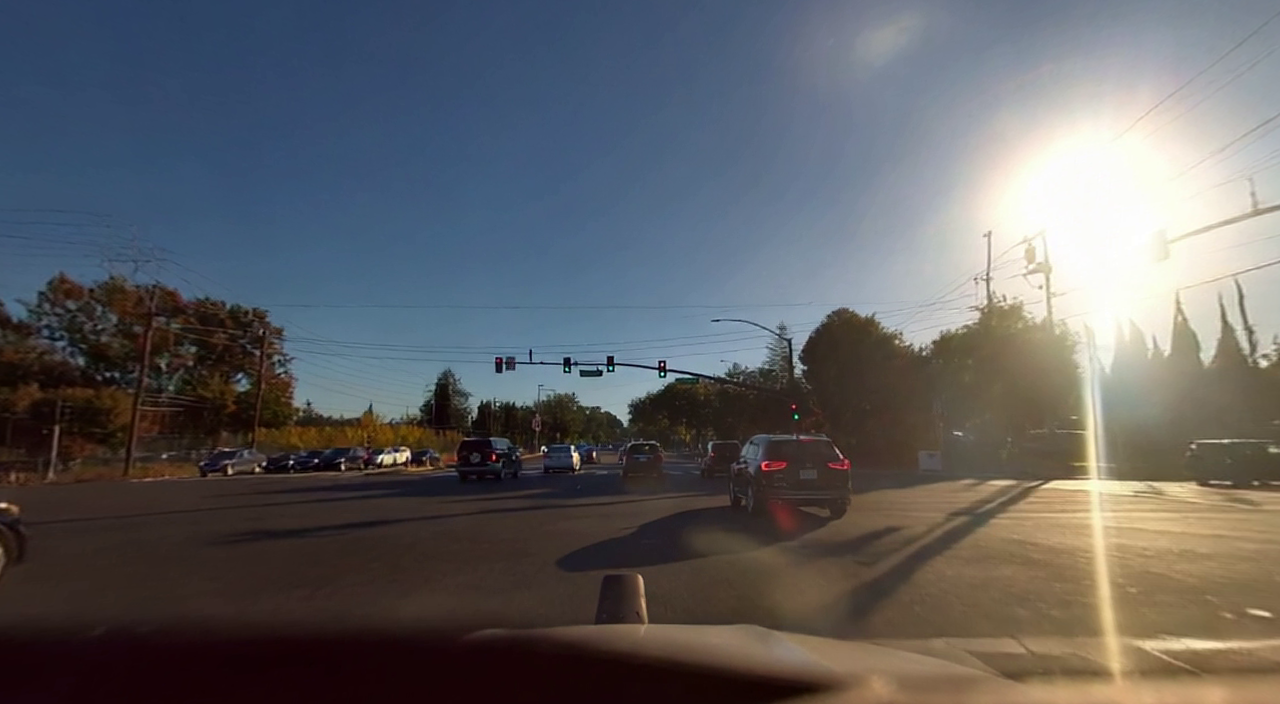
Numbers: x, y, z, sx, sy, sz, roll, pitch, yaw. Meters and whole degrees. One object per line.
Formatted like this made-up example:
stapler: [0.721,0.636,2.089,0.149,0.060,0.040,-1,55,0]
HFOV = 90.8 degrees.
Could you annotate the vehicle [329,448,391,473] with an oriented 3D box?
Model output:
vehicle: [-18.188,7.035,41.239,1.994,1.496,4.211,0,-9,2]

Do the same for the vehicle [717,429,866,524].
vehicle: [2.946,2.540,13.440,2.034,1.655,4.465,0,-9,0]

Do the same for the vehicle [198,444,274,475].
vehicle: [-24.835,6.607,39.031,1.889,1.814,4.086,0,-9,1]

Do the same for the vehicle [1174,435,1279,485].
vehicle: [20.374,3.426,20.193,4.830,1.493,1.930,0,-9,-1]

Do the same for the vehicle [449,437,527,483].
vehicle: [-6.498,4.682,27.635,2.116,1.812,4.609,0,-9,2]

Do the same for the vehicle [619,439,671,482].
vehicle: [0.264,4.684,27.606,2.111,1.712,4.078,0,-9,1]

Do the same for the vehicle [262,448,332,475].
vehicle: [-21.482,6.860,39.743,1.891,1.577,4.238,-1,-9,3]

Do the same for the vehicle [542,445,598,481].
vehicle: [-3.042,4.947,28.469,1.881,1.466,4.484,0,-9,2]

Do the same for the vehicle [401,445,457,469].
vehicle: [-14.826,7.379,44.654,2.129,1.554,4.627,-2,-9,3]

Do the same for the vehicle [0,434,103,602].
vehicle: [-6.635,1.274,4.284,1.930,1.468,4.560,0,-9,1]
